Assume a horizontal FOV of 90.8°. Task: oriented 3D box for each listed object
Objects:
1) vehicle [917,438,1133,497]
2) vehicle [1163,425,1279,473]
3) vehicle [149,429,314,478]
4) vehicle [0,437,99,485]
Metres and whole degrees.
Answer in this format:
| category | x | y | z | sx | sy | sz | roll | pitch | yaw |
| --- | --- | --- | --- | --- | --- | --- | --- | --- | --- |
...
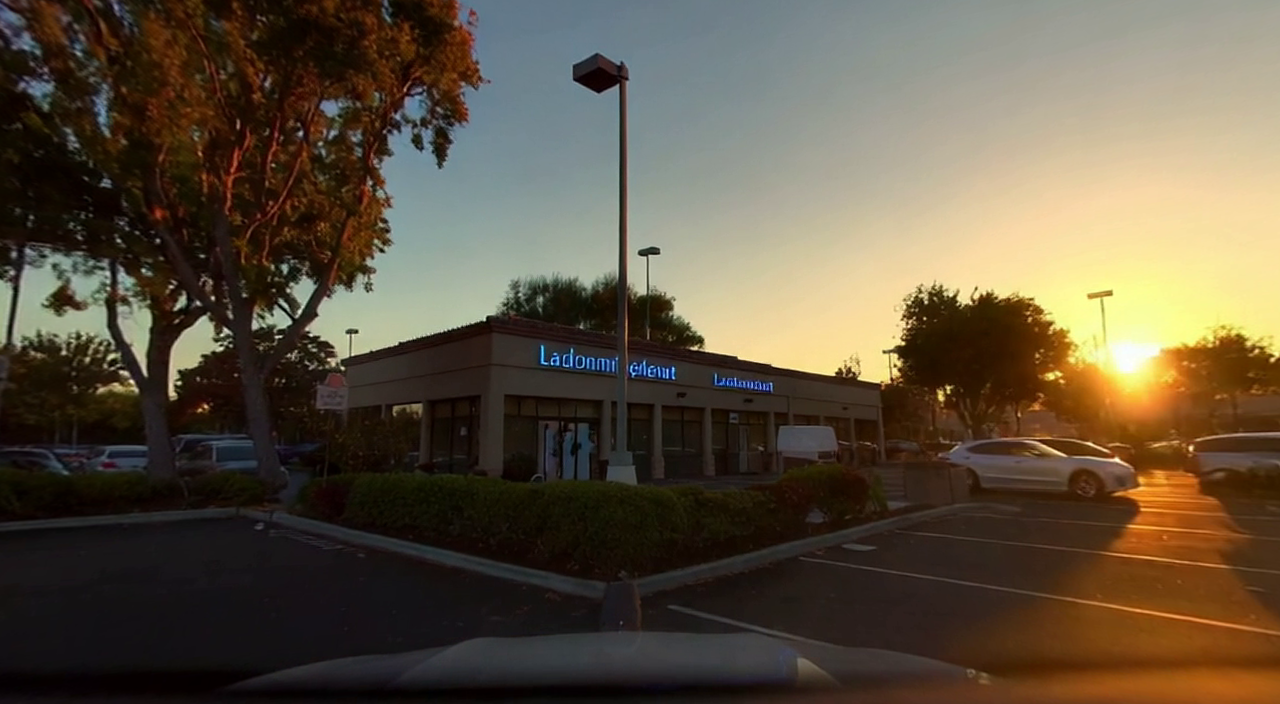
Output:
| category | x | y | z | sx | sy | sz | roll | pitch | yaw |
| --- | --- | --- | --- | --- | --- | --- | --- | --- | --- |
| vehicle | 10.671 | 3.175 | 17.792 | 4.772 | 1.441 | 1.976 | -8 | -12 | 43 |
| vehicle | 23.439 | 3.706 | 24.218 | 4.939 | 1.664 | 2.055 | -10 | -10 | 42 |
| vehicle | -15.210 | 3.781 | 23.749 | 1.921 | 1.632 | 4.752 | -8 | -11 | 42 |
| vehicle | -19.421 | 3.329 | 19.335 | 1.790 | 1.396 | 4.000 | -8 | -11 | 40 |
